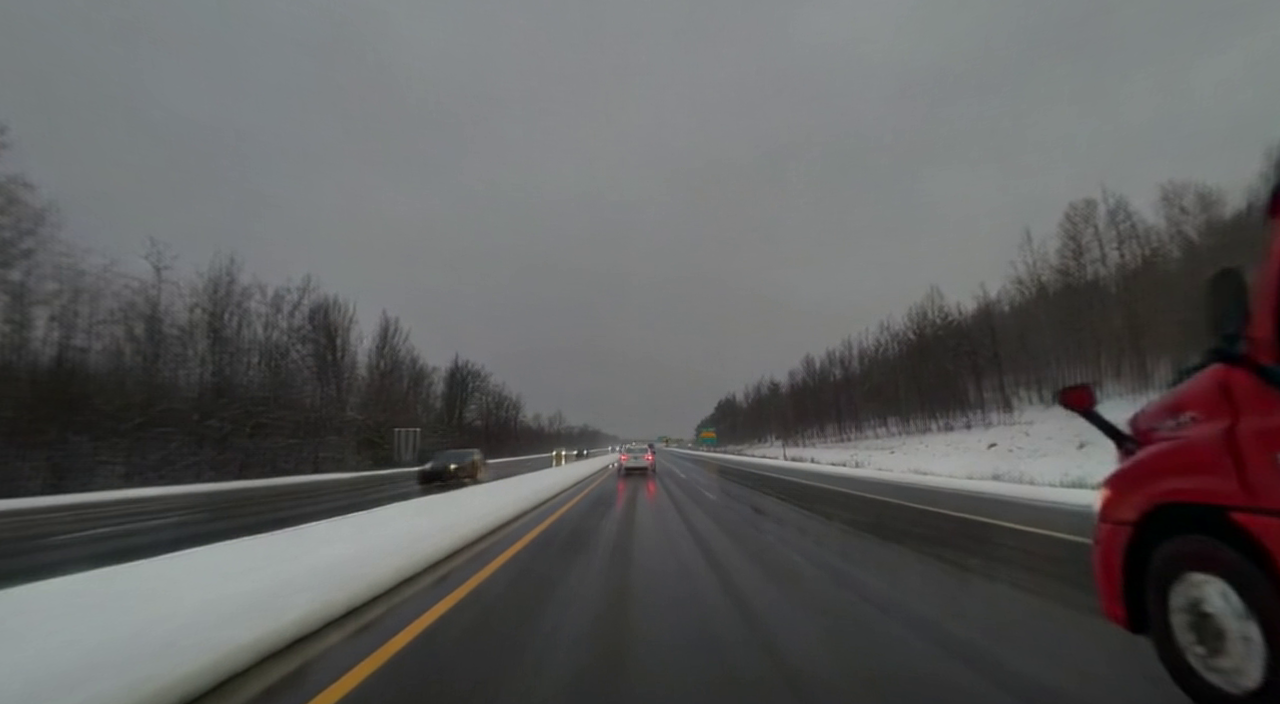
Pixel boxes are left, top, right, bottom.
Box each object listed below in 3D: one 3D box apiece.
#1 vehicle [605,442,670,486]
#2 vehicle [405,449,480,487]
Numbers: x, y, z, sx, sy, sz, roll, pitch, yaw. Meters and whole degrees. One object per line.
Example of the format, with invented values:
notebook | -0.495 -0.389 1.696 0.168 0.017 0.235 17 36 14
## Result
vehicle | -0.130 4.238 23.950 2.244 1.506 4.097 0 -9 -1
vehicle | -8.750 5.147 28.197 1.942 1.534 4.500 0 -9 -1
